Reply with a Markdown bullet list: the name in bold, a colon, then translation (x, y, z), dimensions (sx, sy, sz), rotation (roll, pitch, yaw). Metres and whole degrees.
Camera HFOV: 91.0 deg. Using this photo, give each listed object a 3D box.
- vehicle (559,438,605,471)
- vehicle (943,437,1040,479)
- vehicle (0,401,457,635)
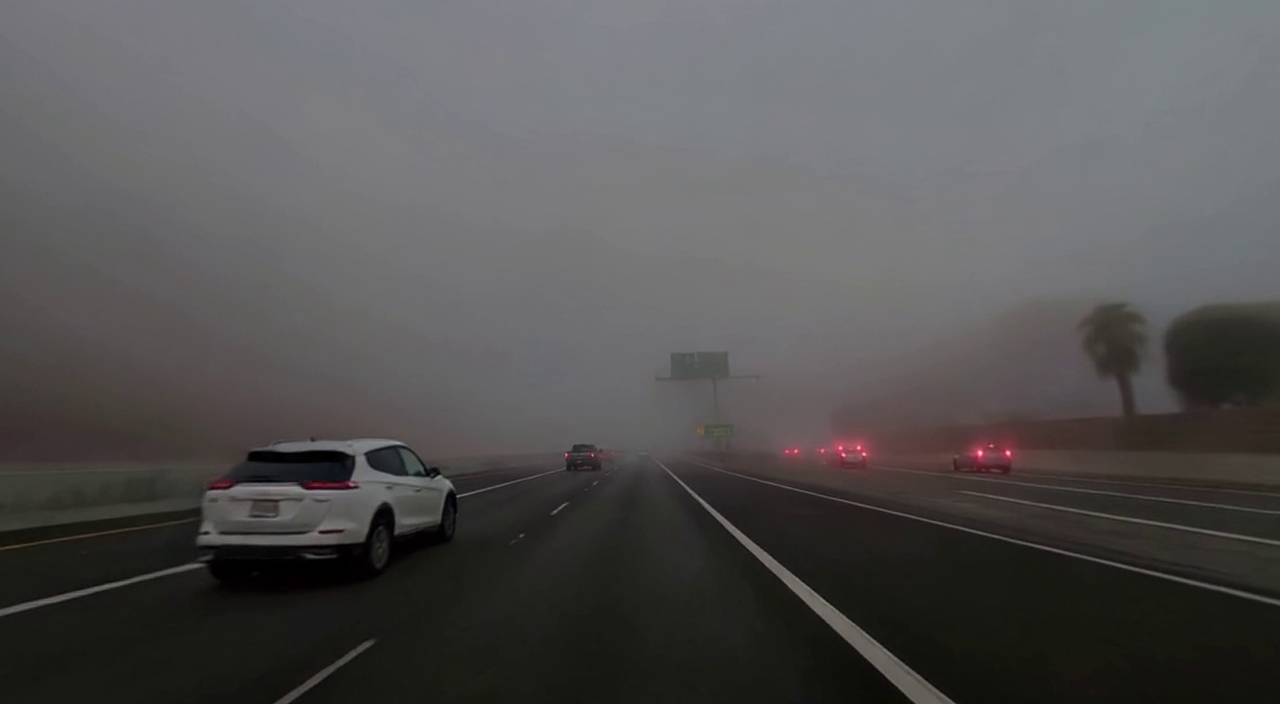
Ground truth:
- **vehicle**: translation (-3.662, 6.618, 40.786), dimensions (2.420, 1.937, 5.916), rotation (0, -9, 0)
- **vehicle**: translation (16.236, 4.917, 29.422), dimensions (1.991, 1.755, 4.836), rotation (-1, -9, 4)
- **vehicle**: translation (-3.928, 1.626, 7.224), dimensions (2.162, 1.747, 4.791), rotation (0, -9, 1)
